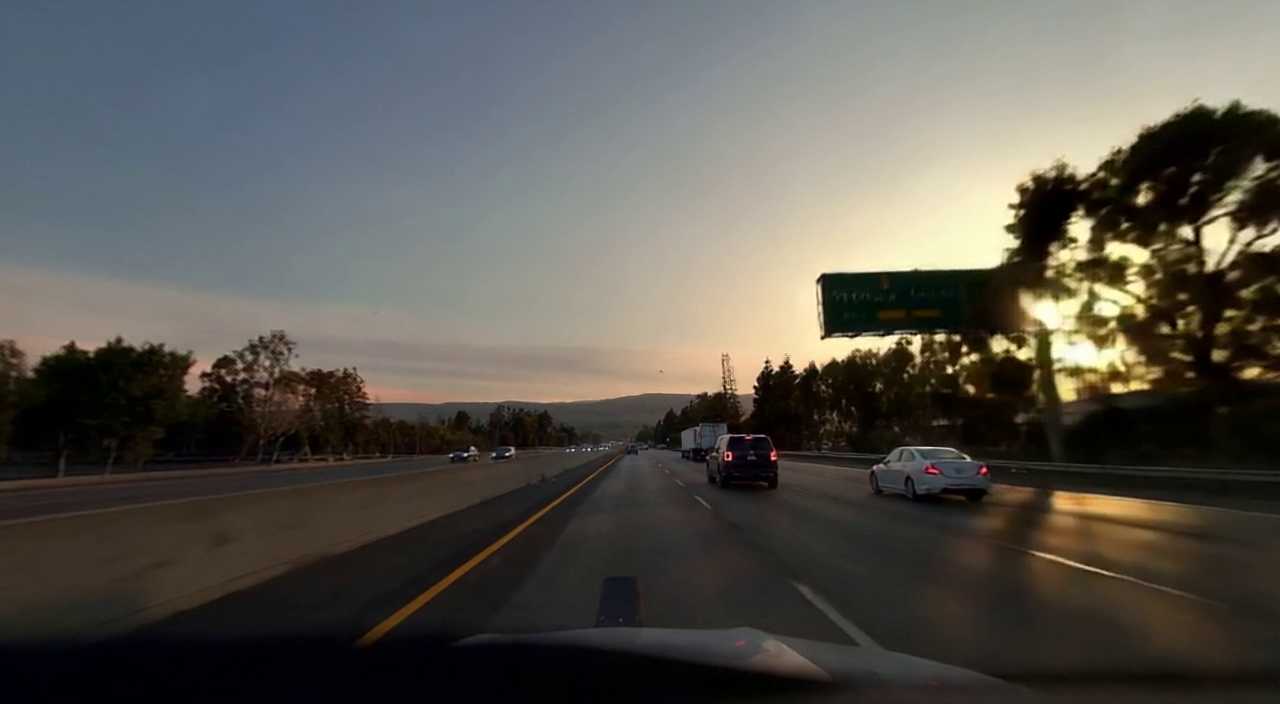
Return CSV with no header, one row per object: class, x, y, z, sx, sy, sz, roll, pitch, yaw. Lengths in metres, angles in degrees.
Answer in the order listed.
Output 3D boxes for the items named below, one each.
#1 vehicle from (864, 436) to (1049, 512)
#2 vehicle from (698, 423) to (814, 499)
vehicle,6.866,2.674,14.303,2.009,1.456,4.097,0,-9,-1
vehicle,3.027,3.000,17.786,2.258,1.824,4.908,0,-9,-1
